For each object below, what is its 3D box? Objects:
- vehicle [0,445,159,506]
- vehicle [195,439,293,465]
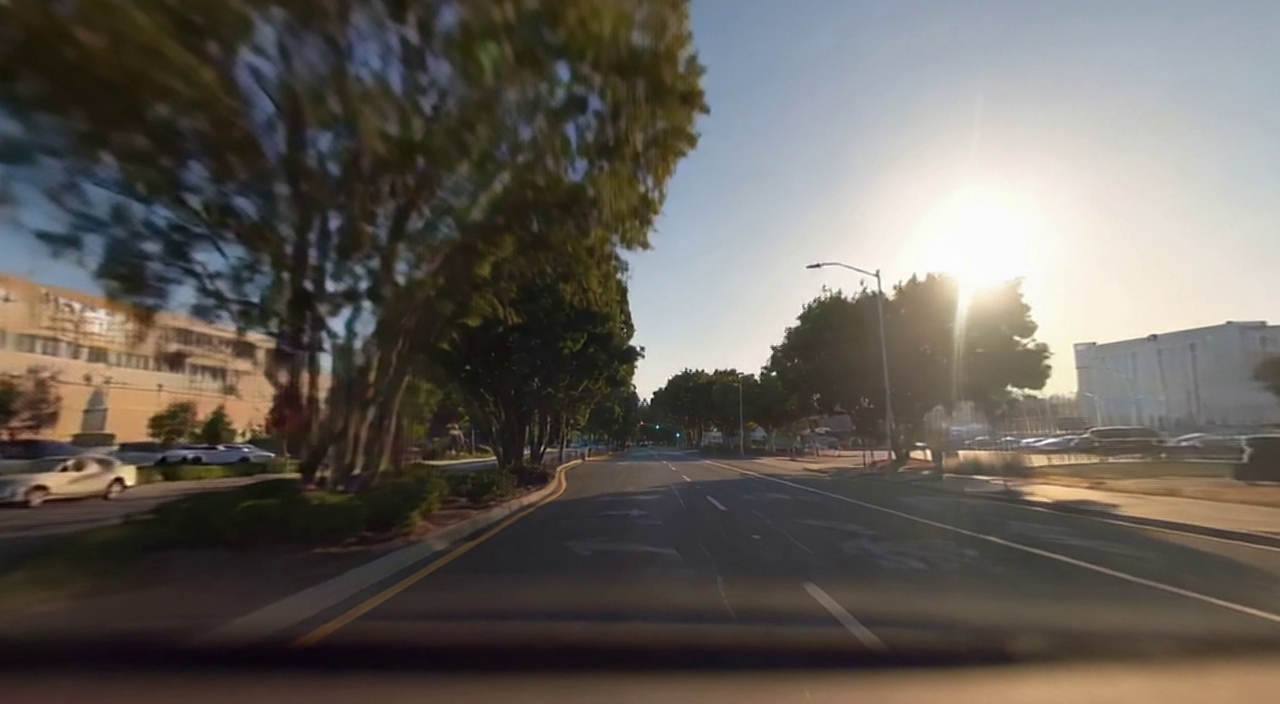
[{"bbox_3d":[-18.889,3.871,20.299,2.177,1.656,5.516,0,-8,1],"label":"vehicle"},{"bbox_3d":[-25.890,6.546,41.177,4.946,1.656,2.016,1,-8,-4],"label":"vehicle"}]
